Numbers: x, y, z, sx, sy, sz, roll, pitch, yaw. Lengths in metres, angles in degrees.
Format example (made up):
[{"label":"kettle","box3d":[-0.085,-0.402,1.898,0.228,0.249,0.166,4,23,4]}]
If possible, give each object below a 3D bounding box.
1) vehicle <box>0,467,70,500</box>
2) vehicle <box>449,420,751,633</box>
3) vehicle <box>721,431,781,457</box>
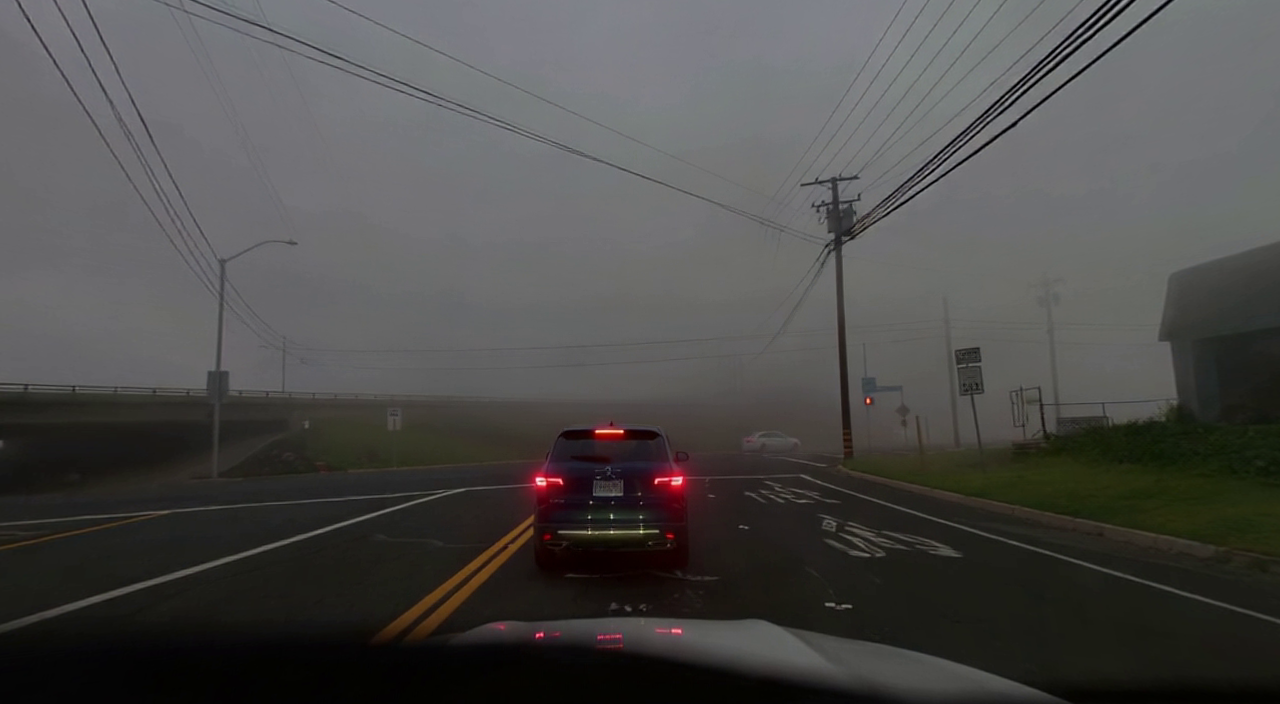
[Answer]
[{"label":"vehicle","box3d":[-32.263,6.677,31.988,1.808,1.539,4.600,-8,-11,40]},{"label":"vehicle","box3d":[-0.239,1.524,6.460,2.090,1.458,4.033,-1,-9,1]},{"label":"vehicle","box3d":[7.669,6.326,43.278,1.901,1.637,4.435,-8,-12,43]}]
